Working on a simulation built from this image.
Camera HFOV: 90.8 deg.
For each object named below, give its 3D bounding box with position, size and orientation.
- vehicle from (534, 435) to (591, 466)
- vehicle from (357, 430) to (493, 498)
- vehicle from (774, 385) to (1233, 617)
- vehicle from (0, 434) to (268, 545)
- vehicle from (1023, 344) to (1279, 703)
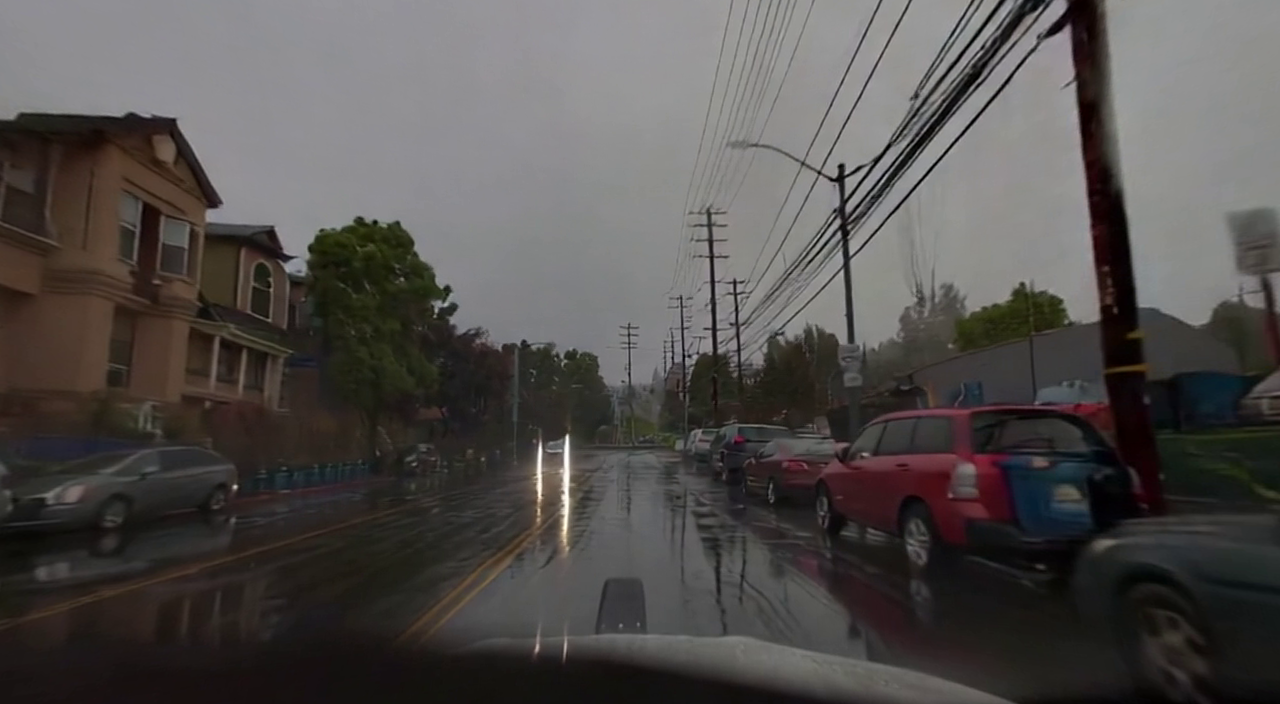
[{"bbox_3d":[-5.270,6.833,44.068,2.319,2.021,5.762,-2,-8,10],"label":"vehicle"},{"bbox_3d":[-6.264,3.278,19.120,2.081,1.760,4.598,0,-7,6],"label":"vehicle"},{"bbox_3d":[3.234,1.438,7.111,2.156,1.702,4.687,0,-8,-3],"label":"vehicle"},{"bbox_3d":[-10.633,2.808,13.459,2.134,1.775,4.706,-8,-10,8],"label":"vehicle"},{"bbox_3d":[3.289,0.656,1.214,2.098,1.624,4.477,0,-8,-3],"label":"vehicle"}]
